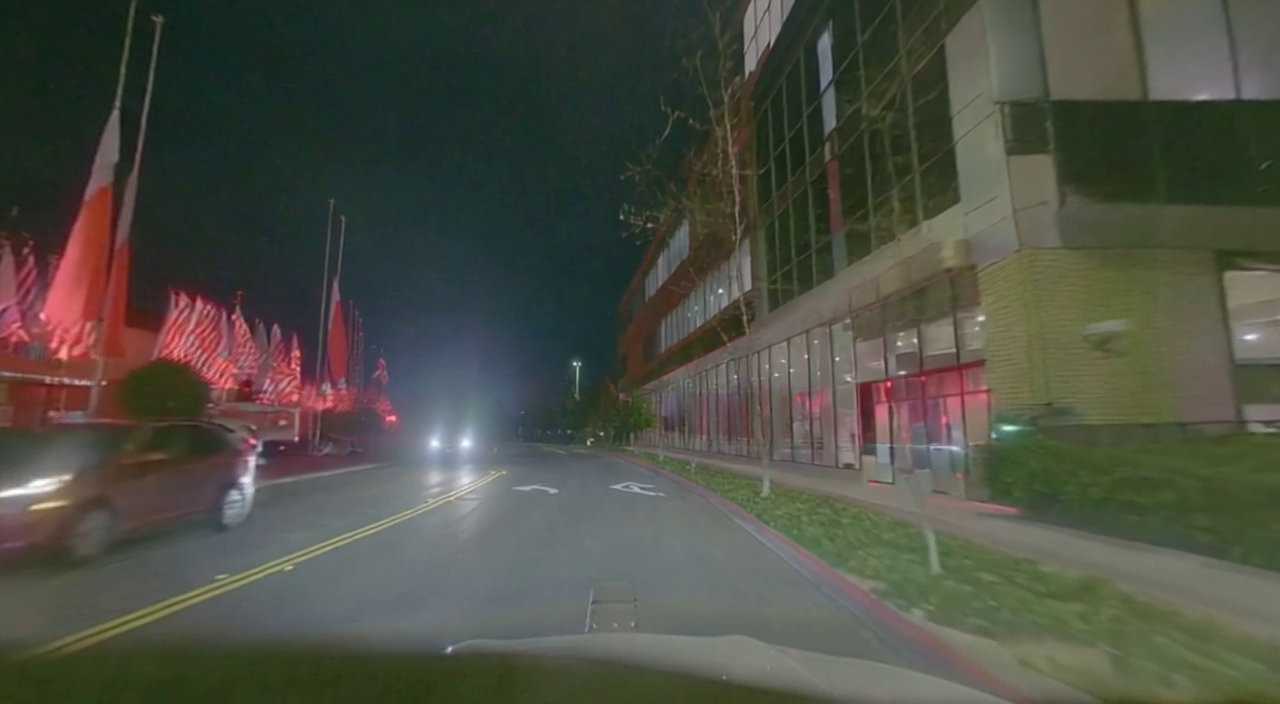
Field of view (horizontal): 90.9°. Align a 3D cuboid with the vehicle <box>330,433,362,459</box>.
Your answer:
[{"bbox_3d":[-19.175,6.143,41.166,1.778,1.584,2.802,2,-8,-23],"label":"vehicle"}]

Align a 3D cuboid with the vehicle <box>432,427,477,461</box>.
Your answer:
[{"bbox_3d":[-11.078,5.490,37.863,2.026,1.882,4.277,0,-7,-9],"label":"vehicle"}]

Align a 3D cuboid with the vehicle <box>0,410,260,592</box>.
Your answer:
[{"bbox_3d":[-6.726,1.578,7.523,1.963,1.589,4.212,0,-7,-4],"label":"vehicle"}]
